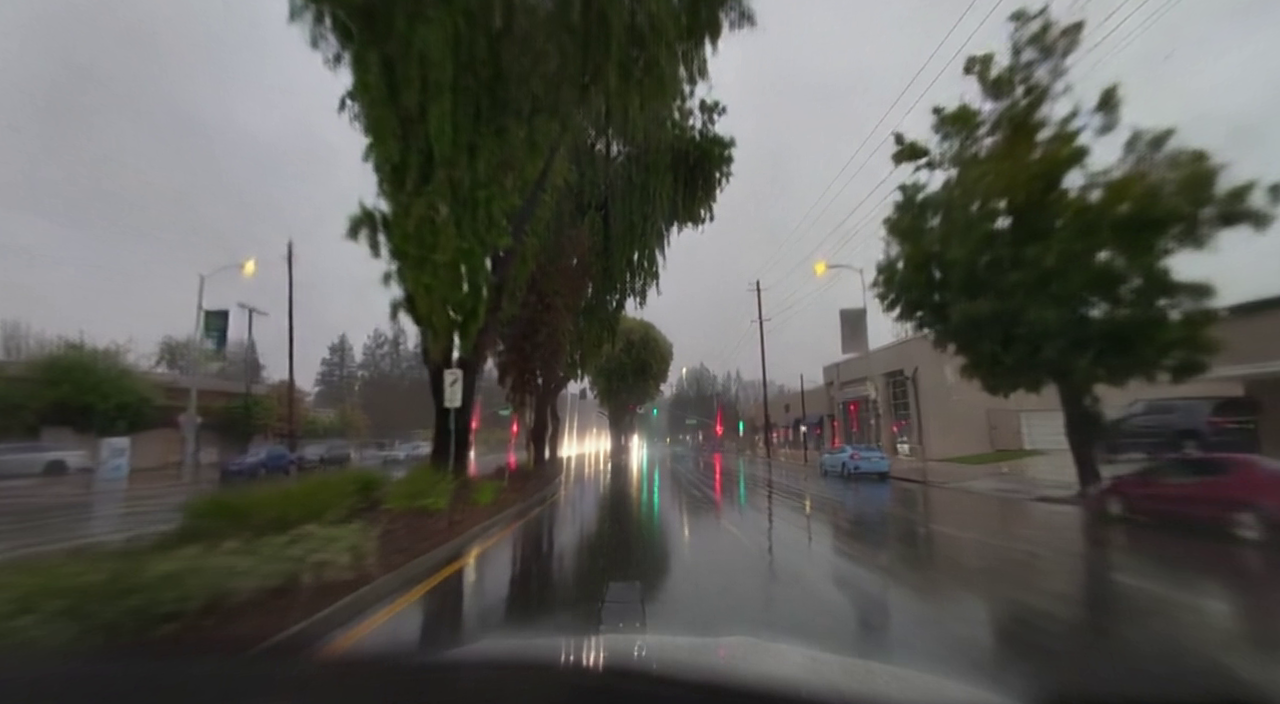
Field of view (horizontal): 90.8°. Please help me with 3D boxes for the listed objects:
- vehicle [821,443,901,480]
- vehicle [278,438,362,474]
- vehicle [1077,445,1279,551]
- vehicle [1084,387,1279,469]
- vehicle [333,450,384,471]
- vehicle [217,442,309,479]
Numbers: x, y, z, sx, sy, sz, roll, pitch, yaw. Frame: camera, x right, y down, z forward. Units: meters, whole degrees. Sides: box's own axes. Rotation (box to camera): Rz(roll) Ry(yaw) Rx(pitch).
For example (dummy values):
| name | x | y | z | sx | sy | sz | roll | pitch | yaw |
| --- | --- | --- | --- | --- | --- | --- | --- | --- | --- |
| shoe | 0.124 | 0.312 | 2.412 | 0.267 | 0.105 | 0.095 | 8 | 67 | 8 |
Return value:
| name | x | y | z | sx | sy | sz | roll | pitch | yaw |
| --- | --- | --- | --- | --- | --- | --- | --- | --- | --- |
| vehicle | 9.960 | 4.964 | 28.946 | 1.919 | 1.546 | 4.730 | 0 | -9 | 0 |
| vehicle | -19.176 | 6.215 | 38.207 | 2.085 | 1.957 | 5.548 | -1 | -8 | 1 |
| vehicle | 9.865 | 2.295 | 10.507 | 1.926 | 1.464 | 4.436 | 0 | -9 | -1 |
| vehicle | 18.875 | 2.732 | 22.017 | 2.179 | 2.441 | 5.974 | 0 | -9 | -3 |
| vehicle | -19.080 | 7.339 | 42.983 | 1.928 | 1.336 | 3.353 | 0 | -9 | 0 |
| vehicle | -19.424 | 5.604 | 32.833 | 1.966 | 1.753 | 4.634 | 0 | -9 | -2 |
